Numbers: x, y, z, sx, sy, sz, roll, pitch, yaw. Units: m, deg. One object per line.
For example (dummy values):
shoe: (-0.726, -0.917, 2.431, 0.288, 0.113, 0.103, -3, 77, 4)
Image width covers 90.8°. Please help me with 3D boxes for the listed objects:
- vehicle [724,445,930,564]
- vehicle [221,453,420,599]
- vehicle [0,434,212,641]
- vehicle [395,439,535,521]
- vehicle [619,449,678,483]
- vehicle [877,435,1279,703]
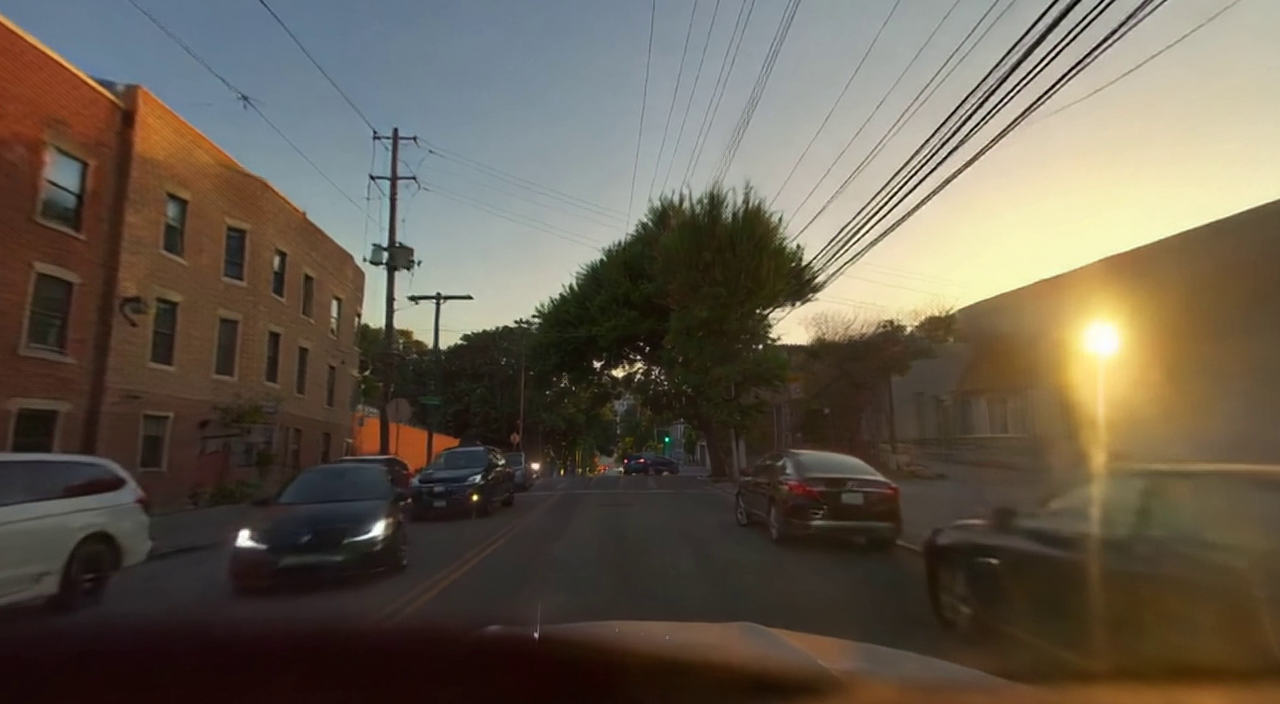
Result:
vehicle: (2.733, 2.330, 10.492, 1.913, 1.509, 4.436, 0, -9, -2)
vehicle: (-4.916, 2.287, 9.423, 1.994, 1.510, 4.802, 5, -10, -32)
vehicle: (-7.001, 1.712, 5.812, 2.263, 1.882, 5.706, 0, -9, -2)
vehicle: (-4.416, 3.306, 16.921, 2.236, 1.834, 4.743, -1, -9, 2)
vehicle: (0.547, 6.266, 35.152, 2.059, 1.736, 3.994, -4, -9, 21)
vehicle: (3.142, 1.174, 3.142, 1.946, 1.474, 4.710, 0, -9, -2)
